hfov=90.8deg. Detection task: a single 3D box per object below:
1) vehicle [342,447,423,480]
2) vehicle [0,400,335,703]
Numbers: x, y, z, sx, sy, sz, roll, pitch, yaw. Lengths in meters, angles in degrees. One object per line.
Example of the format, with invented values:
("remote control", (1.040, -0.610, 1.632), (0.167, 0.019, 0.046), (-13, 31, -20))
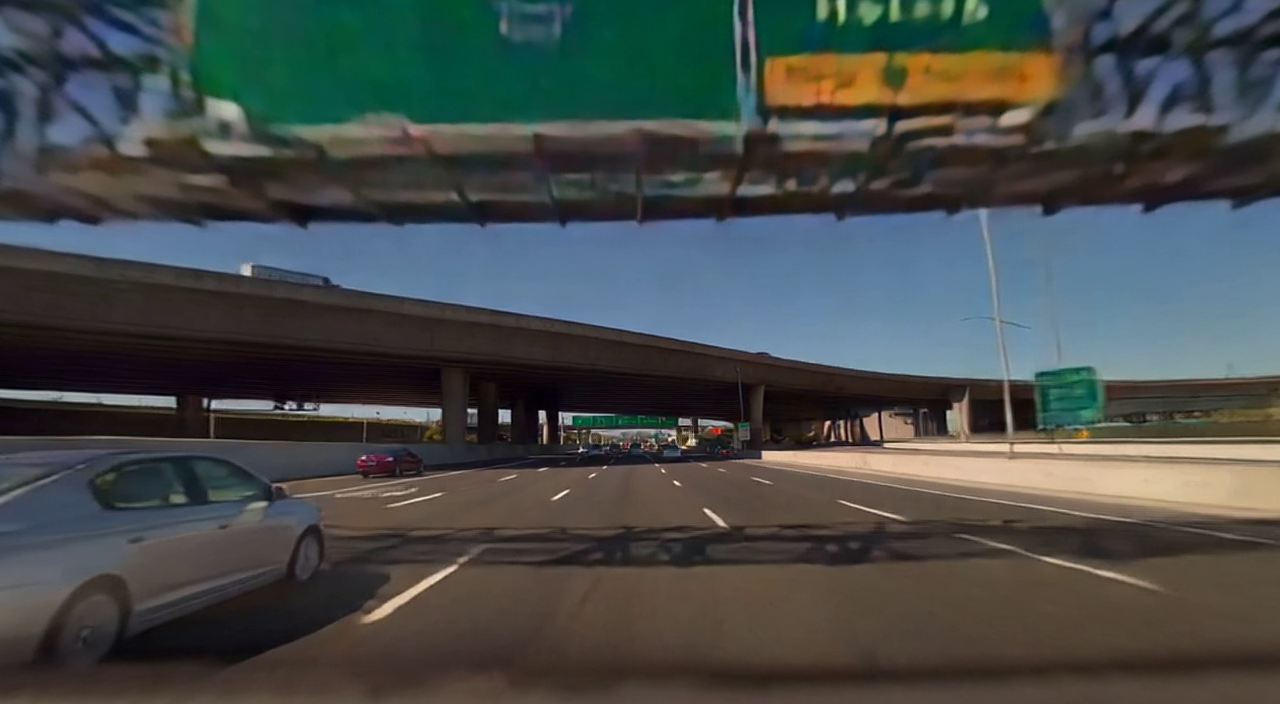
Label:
("vehicle", (-11.422, 4.950, 28.360), (1.861, 1.373, 4.211), (0, -8, 0))
("vehicle", (-4.063, 1.144, 3.978), (2.051, 1.516, 4.493), (0, -8, 0))
